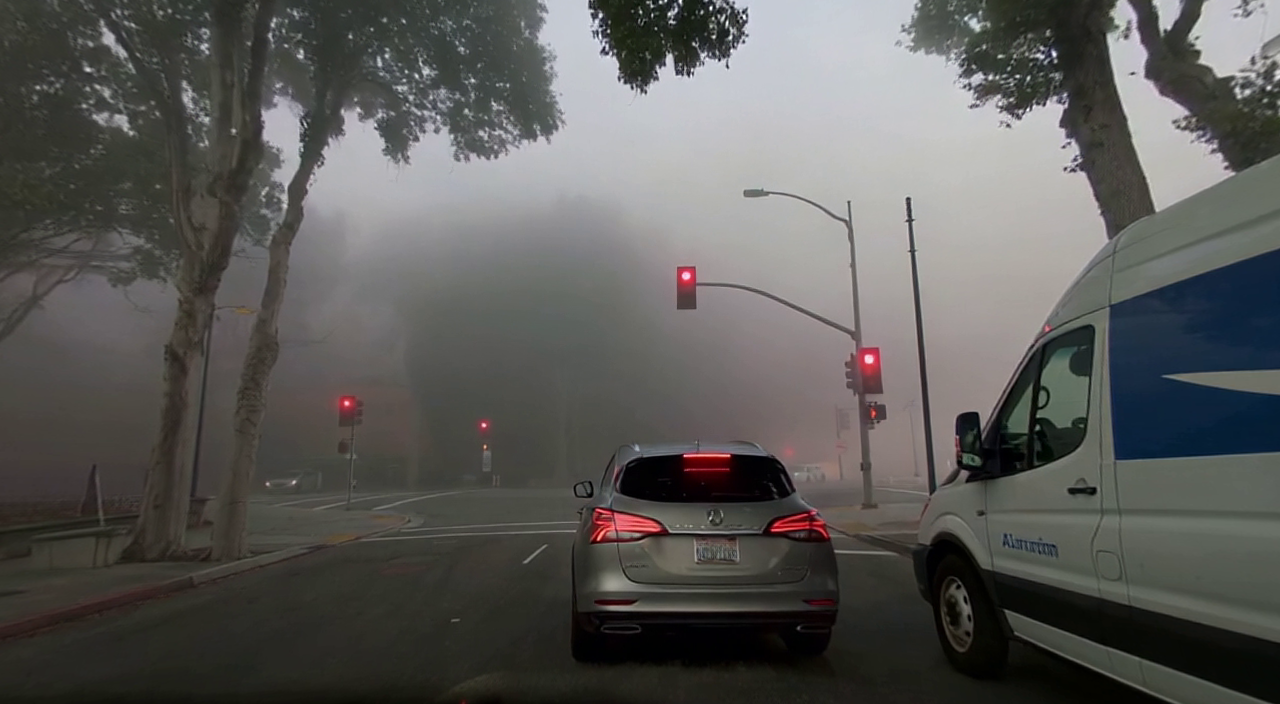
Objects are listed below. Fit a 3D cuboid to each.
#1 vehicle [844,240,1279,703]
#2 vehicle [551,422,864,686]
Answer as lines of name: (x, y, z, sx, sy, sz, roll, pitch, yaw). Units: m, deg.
vehicle: (2.852, 0.883, 2.873, 2.054, 1.965, 5.248, 1, -11, 0)
vehicle: (0.384, 1.613, 5.860, 1.961, 1.629, 3.610, 1, -11, -2)
